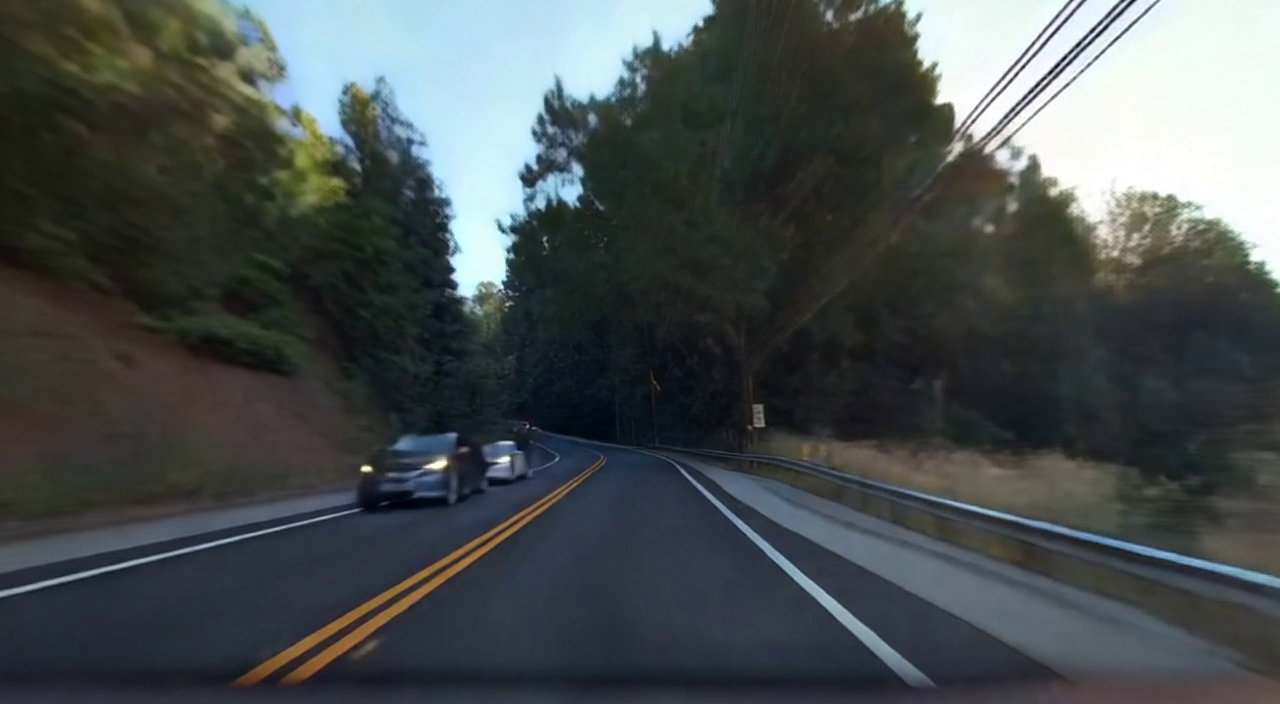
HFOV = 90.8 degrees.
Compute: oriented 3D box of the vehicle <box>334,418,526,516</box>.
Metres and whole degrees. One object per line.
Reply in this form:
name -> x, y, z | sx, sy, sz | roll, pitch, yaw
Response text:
vehicle -> -4.333, 2.536, 14.589 | 2.172, 1.744, 6.543 | 0, -8, 0
